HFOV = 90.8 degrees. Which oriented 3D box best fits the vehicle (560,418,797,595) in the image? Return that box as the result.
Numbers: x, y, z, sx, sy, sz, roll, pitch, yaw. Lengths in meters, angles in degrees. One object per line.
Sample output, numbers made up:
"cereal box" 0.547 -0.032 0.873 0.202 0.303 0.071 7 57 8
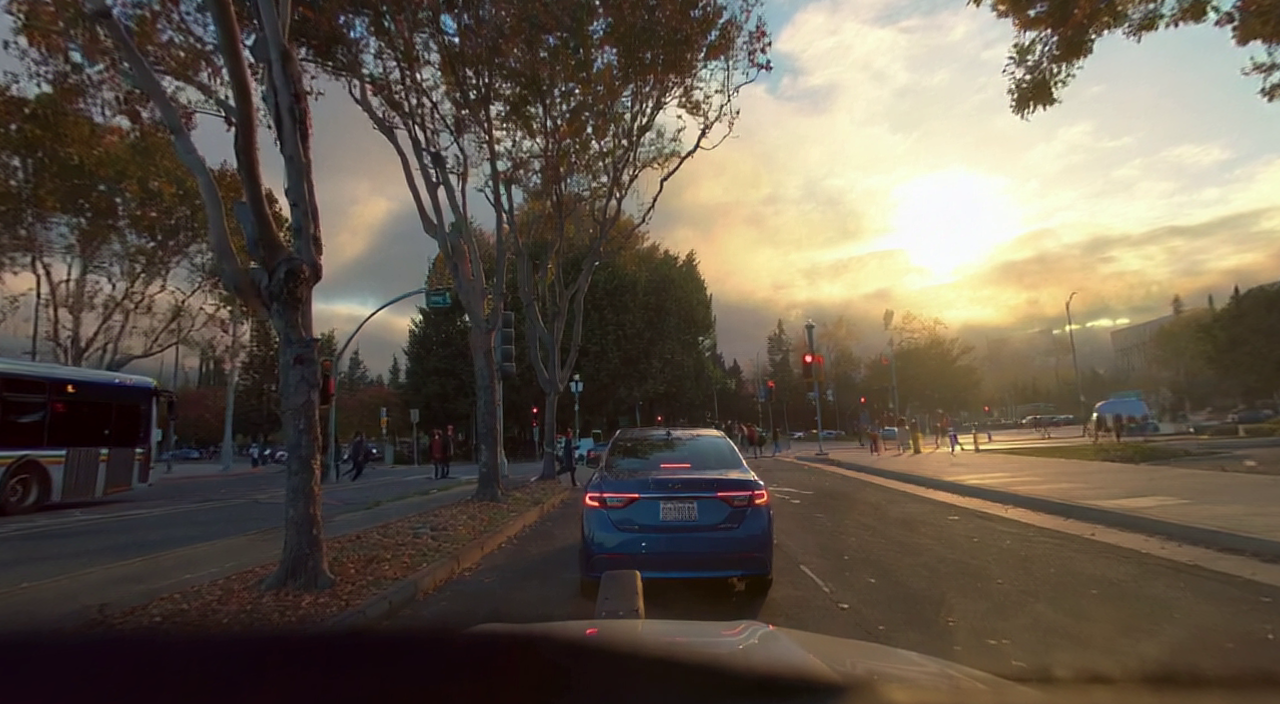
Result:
"vehicle" 0.371 1.615 7.407 2.035 1.499 3.799 0 -8 1
